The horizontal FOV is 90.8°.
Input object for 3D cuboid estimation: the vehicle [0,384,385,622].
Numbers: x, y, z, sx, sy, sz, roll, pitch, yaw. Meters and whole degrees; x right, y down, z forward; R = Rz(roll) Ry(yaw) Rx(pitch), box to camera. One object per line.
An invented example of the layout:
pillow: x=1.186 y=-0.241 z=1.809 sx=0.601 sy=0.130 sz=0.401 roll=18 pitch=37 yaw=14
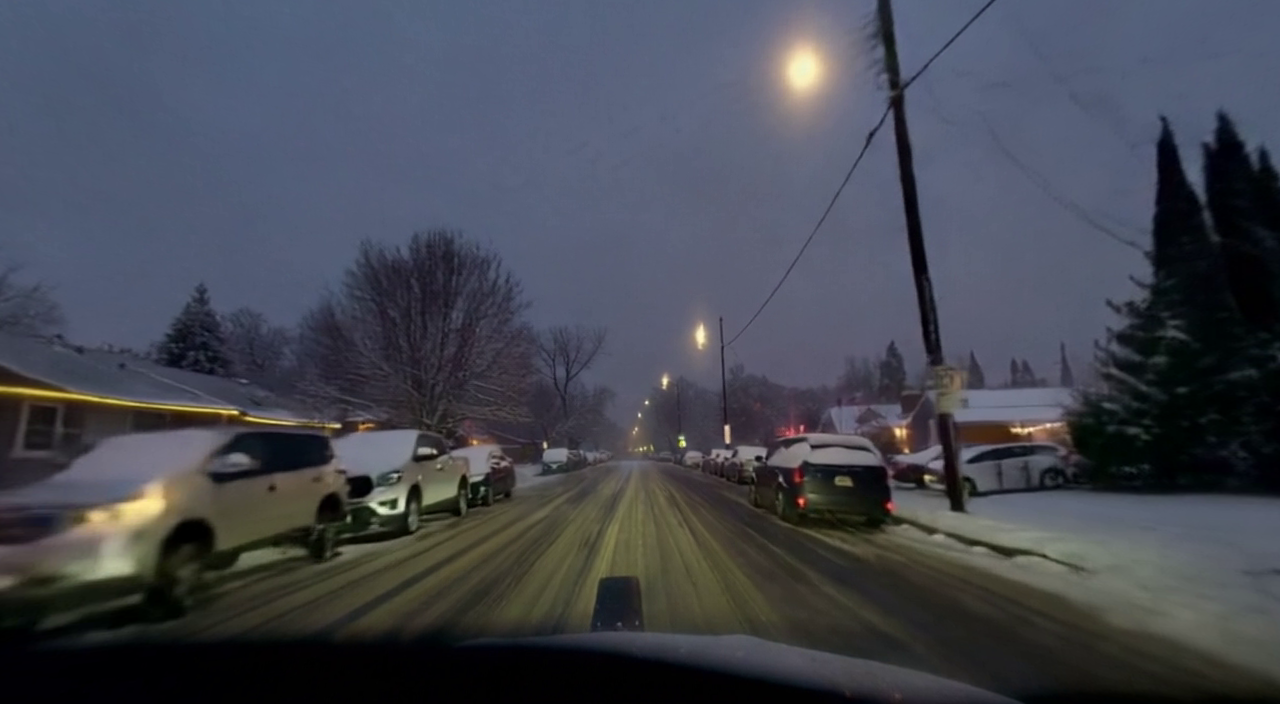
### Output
vehicle: x=-4.812 y=1.515 z=7.109 sx=2.035 sy=1.822 sz=4.348 roll=0 pitch=-10 yaw=0

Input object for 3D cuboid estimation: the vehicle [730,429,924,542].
vehicle: x=3.718 y=2.767 z=14.069 sx=2.415 sy=1.963 sz=5.688 roll=0 pitch=-8 yaw=-2

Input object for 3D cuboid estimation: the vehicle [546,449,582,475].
vehicle: x=-4.927 y=7.165 z=41.263 sx=1.983 sy=1.579 sz=3.879 roll=1 pitch=-9 yaw=-2

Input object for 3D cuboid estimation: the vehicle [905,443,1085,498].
vehicle: x=10.540 y=3.534 z=18.992 sx=4.244 sy=1.479 sz=1.969 roll=1 pitch=-9 yaw=-2
